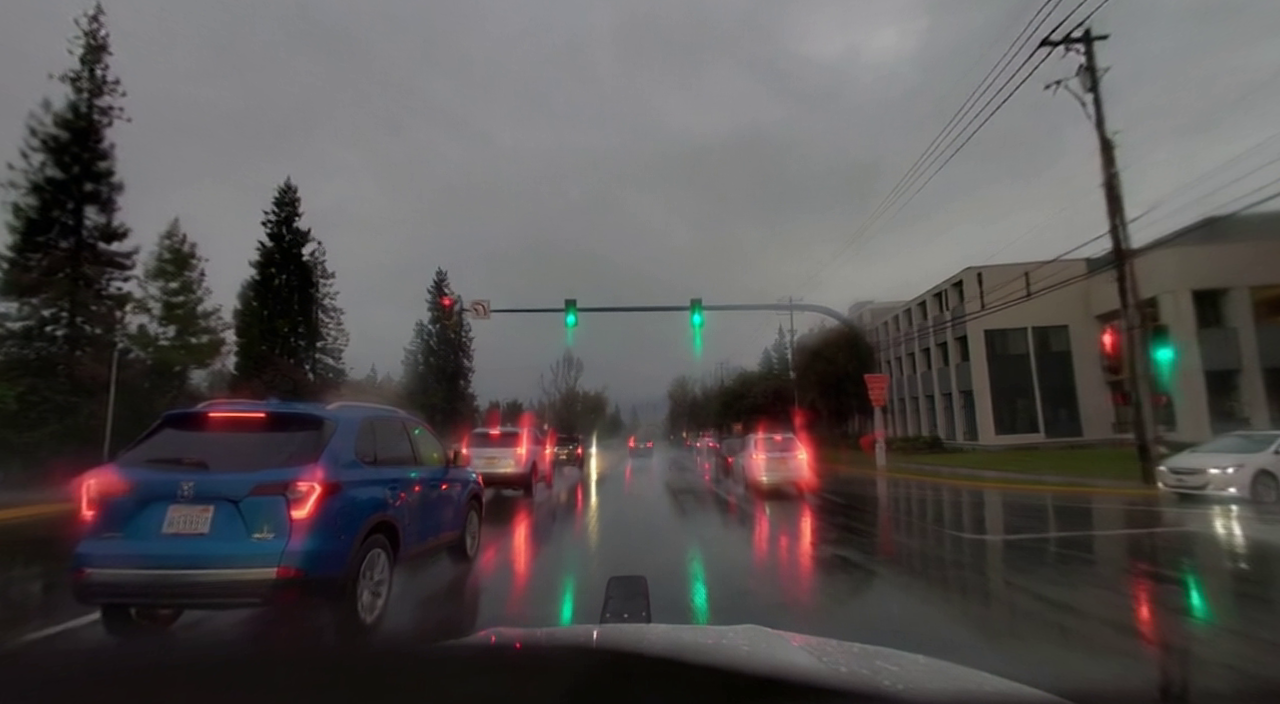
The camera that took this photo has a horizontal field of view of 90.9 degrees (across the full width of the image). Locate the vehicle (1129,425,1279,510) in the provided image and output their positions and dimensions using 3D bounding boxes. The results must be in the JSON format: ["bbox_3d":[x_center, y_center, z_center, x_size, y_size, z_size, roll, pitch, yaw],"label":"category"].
[{"bbox_3d":[12.807,2.298,12.690,4.119,1.574,2.028,-3,-9,19],"label":"vehicle"}]

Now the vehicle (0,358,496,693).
[{"bbox_3d":[-2.903,1.225,5.548,2.127,1.754,4.287,0,-8,2],"label":"vehicle"}]

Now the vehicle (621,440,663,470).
[{"bbox_3d":[0.115,5.613,34.516,2.185,1.515,4.215,0,-8,0],"label":"vehicle"}]

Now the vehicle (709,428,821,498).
[{"bbox_3d":[3.383,3.116,18.069,2.201,1.734,4.564,0,-8,-1],"label":"vehicle"}]

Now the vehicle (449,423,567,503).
[{"bbox_3d":[-3.145,2.748,15.972,1.958,1.744,4.315,0,-8,1],"label":"vehicle"}]
